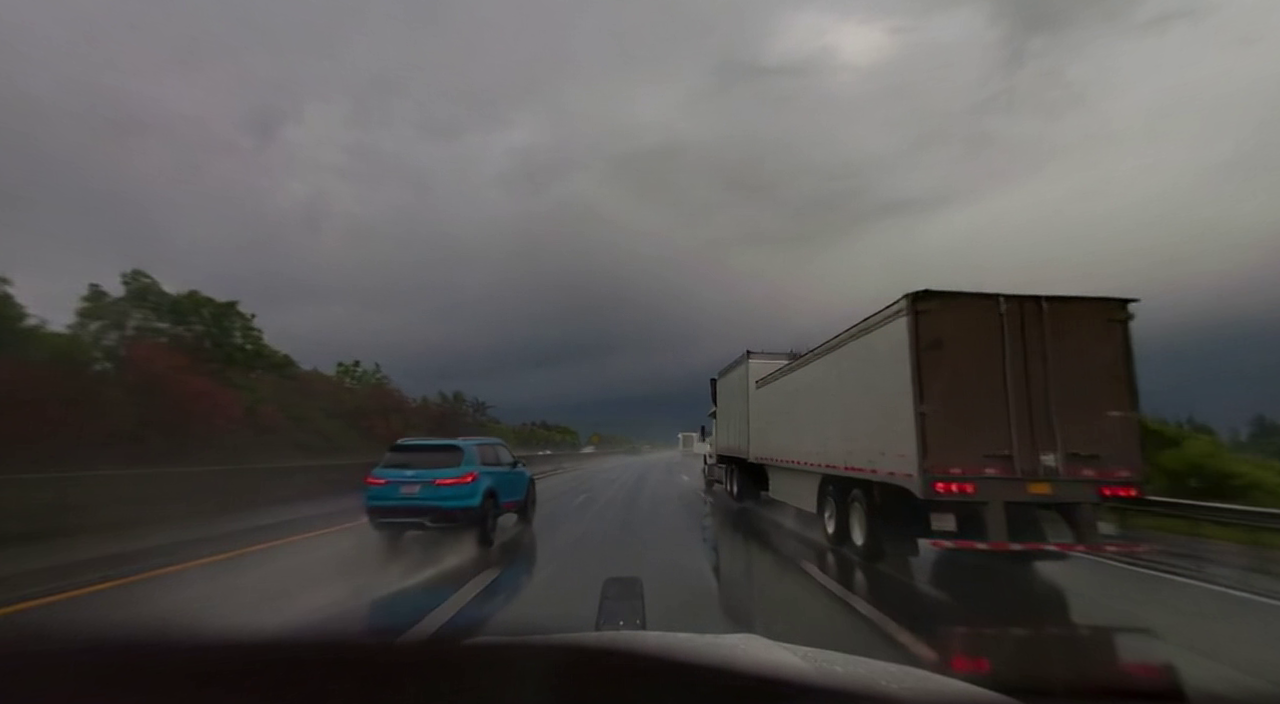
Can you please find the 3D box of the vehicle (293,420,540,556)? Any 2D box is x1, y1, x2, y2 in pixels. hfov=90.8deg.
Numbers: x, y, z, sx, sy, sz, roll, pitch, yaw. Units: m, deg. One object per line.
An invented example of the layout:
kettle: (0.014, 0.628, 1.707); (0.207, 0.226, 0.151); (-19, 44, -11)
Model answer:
vehicle: (-3.161, 2.054, 10.168); (2.297, 1.683, 4.385); (0, -9, 1)

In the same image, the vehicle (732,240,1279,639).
vehicle: (4.316, 1.773, 12.416); (2.868, 3.427, 14.032); (0, -9, 0)
